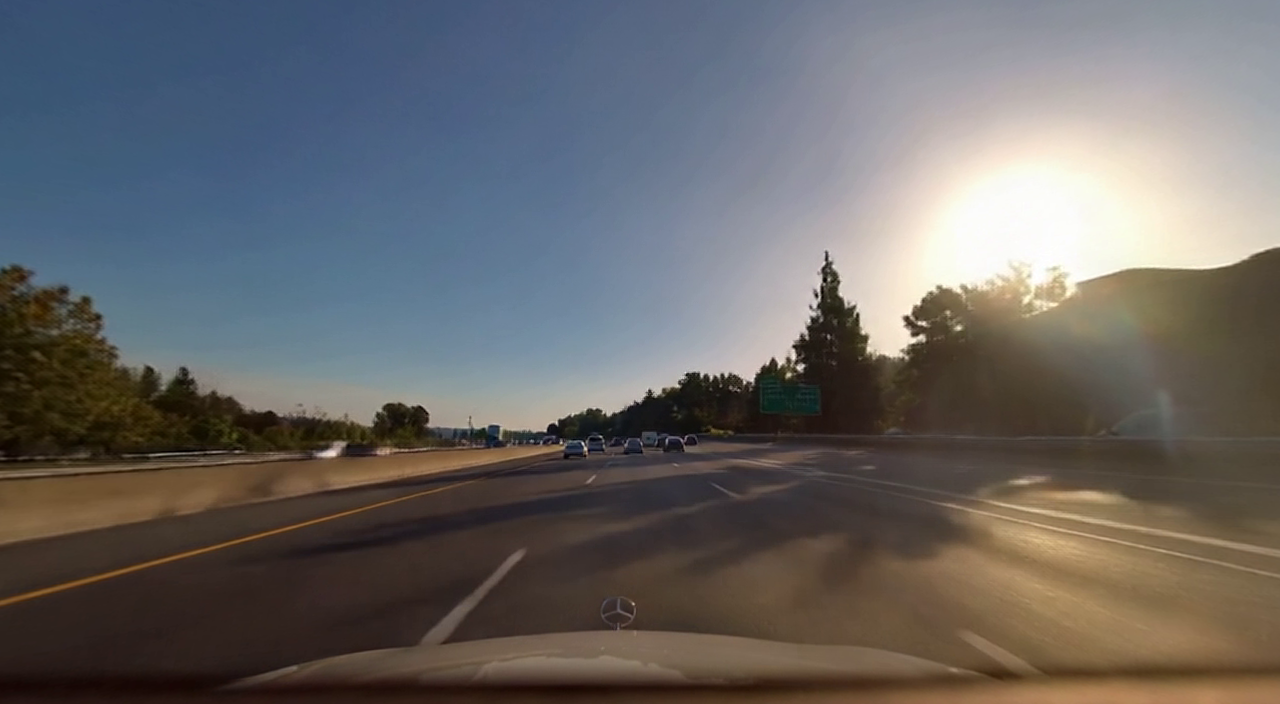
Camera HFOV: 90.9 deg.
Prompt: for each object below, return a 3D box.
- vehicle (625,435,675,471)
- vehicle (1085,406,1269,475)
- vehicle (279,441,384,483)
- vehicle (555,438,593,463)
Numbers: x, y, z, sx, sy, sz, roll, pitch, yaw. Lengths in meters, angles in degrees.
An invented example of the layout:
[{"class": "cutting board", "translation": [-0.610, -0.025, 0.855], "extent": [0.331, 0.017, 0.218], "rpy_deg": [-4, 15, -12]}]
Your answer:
[{"class": "vehicle", "translation": [0.390, 4.696, 29.506], "extent": [2.086, 1.554, 3.875], "rpy_deg": [0, -8, -2]}, {"class": "vehicle", "translation": [22.050, 3.720, 26.411], "extent": [2.232, 2.540, 6.015], "rpy_deg": [0, -8, -1]}, {"class": "vehicle", "translation": [-11.996, 4.290, 24.925], "extent": [1.918, 1.464, 4.587], "rpy_deg": [0, -8, -1]}, {"class": "vehicle", "translation": [-4.039, 6.115, 39.227], "extent": [2.014, 1.471, 4.380], "rpy_deg": [0, -8, -1]}]
